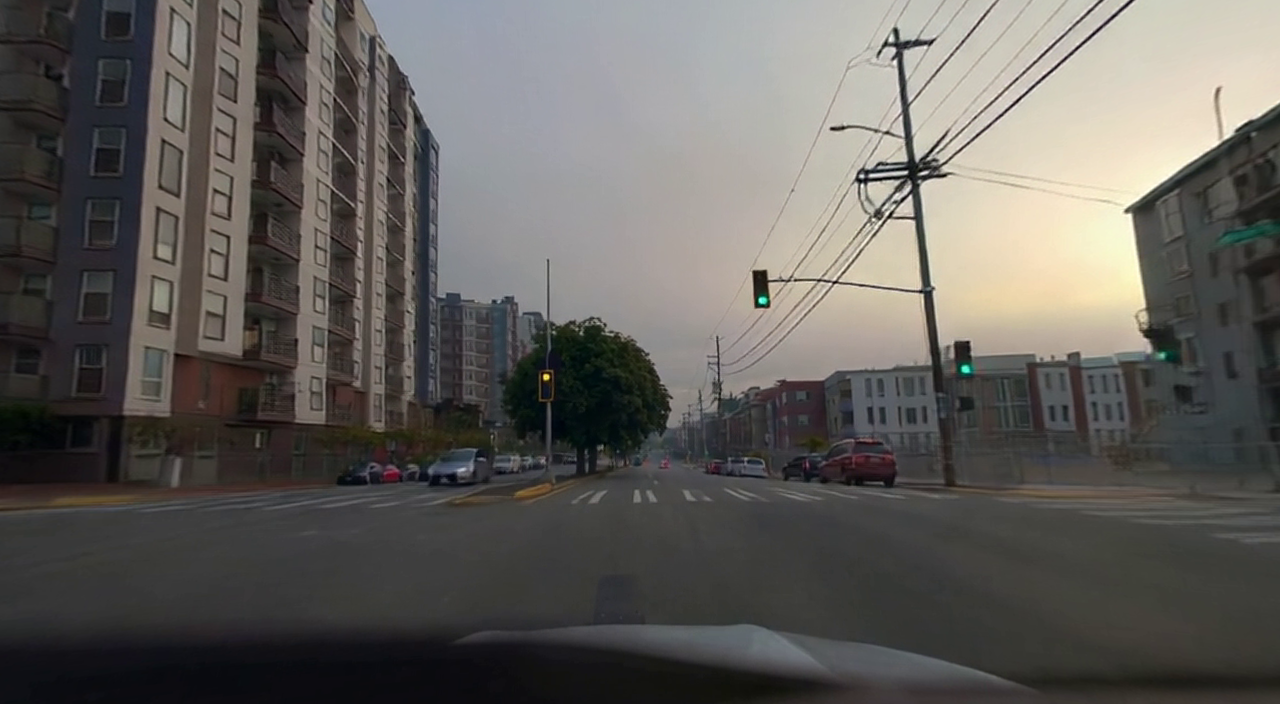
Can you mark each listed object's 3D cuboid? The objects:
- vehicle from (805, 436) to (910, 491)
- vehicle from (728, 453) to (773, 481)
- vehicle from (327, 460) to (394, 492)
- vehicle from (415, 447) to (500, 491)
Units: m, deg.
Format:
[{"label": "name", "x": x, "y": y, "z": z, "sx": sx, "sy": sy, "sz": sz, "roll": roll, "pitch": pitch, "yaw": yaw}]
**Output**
[{"label": "vehicle", "x": 7.483, "y": 3.884, "z": 22.313, "sx": 1.996, "sy": 1.704, "sz": 4.490, "roll": 0, "pitch": -9, "yaw": -1}, {"label": "vehicle", "x": 7.419, "y": 7.714, "z": 42.757, "sx": 2.143, "sy": 1.731, "sz": 4.781, "roll": 0, "pitch": -9, "yaw": 0}, {"label": "vehicle", "x": -14.785, "y": 6.547, "z": 33.648, "sx": 1.879, "sy": 1.507, "sz": 3.745, "roll": 0, "pitch": -9, "yaw": -1}, {"label": "vehicle", "x": -7.280, "y": 4.677, "z": 25.690, "sx": 2.180, "sy": 1.608, "sz": 4.321, "roll": 0, "pitch": -9, "yaw": -1}]
